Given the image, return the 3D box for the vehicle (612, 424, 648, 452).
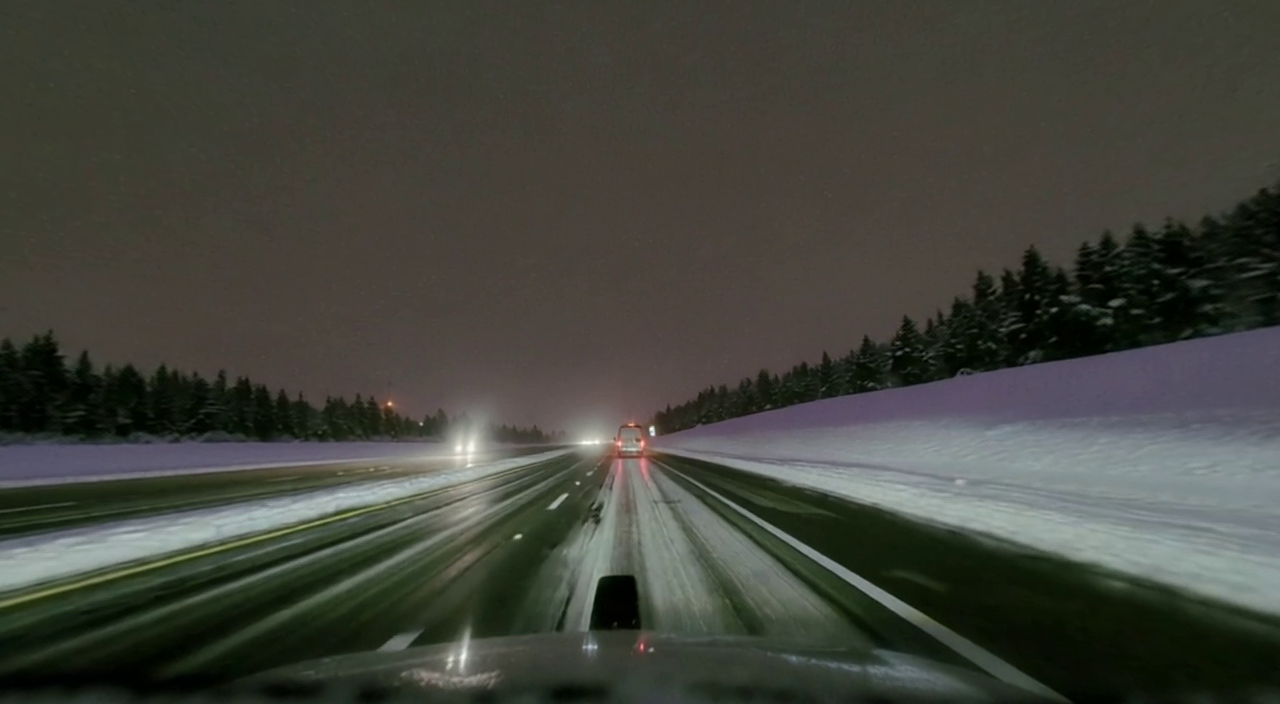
[{"bbox_3d":[-0.706,5.506,40.076,2.157,1.647,4.524,0,-8,-2],"label":"vehicle"}]
